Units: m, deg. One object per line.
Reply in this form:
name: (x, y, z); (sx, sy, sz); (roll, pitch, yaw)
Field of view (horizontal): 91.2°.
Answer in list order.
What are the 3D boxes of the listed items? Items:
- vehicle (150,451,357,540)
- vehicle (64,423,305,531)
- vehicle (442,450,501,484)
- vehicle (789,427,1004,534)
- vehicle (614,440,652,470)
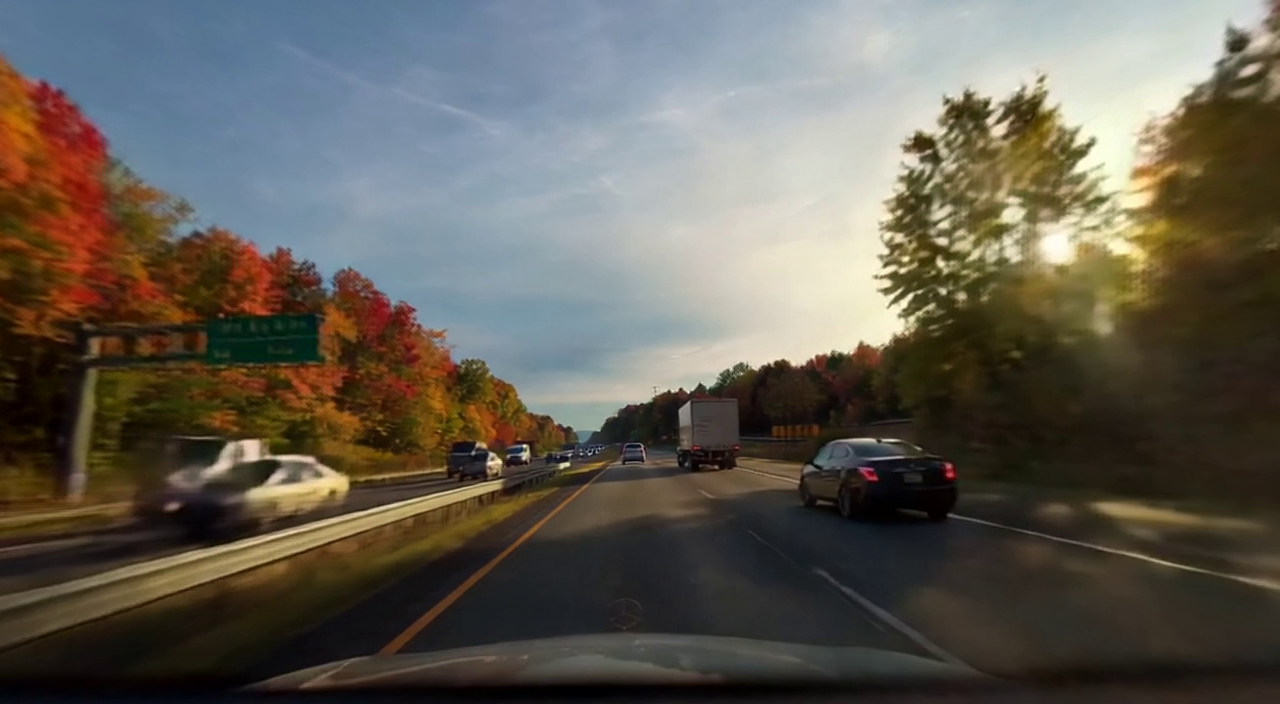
vehicle: (-8.305, 3.056, 14.067); (1.943, 1.634, 4.240); (-1, -9, 0)
vehicle: (-13.651, 3.763, 19.729); (2.380, 2.710, 6.976); (-1, -9, -1)
vehicle: (-8.810, 6.045, 33.173); (1.971, 1.628, 4.243); (-1, -9, 0)
vehicle: (4.232, 2.193, 11.255); (1.997, 1.504, 4.236); (-1, -9, -1)
vehicle: (-0.431, 6.352, 38.778); (2.168, 1.705, 4.272); (-1, -9, 0)
